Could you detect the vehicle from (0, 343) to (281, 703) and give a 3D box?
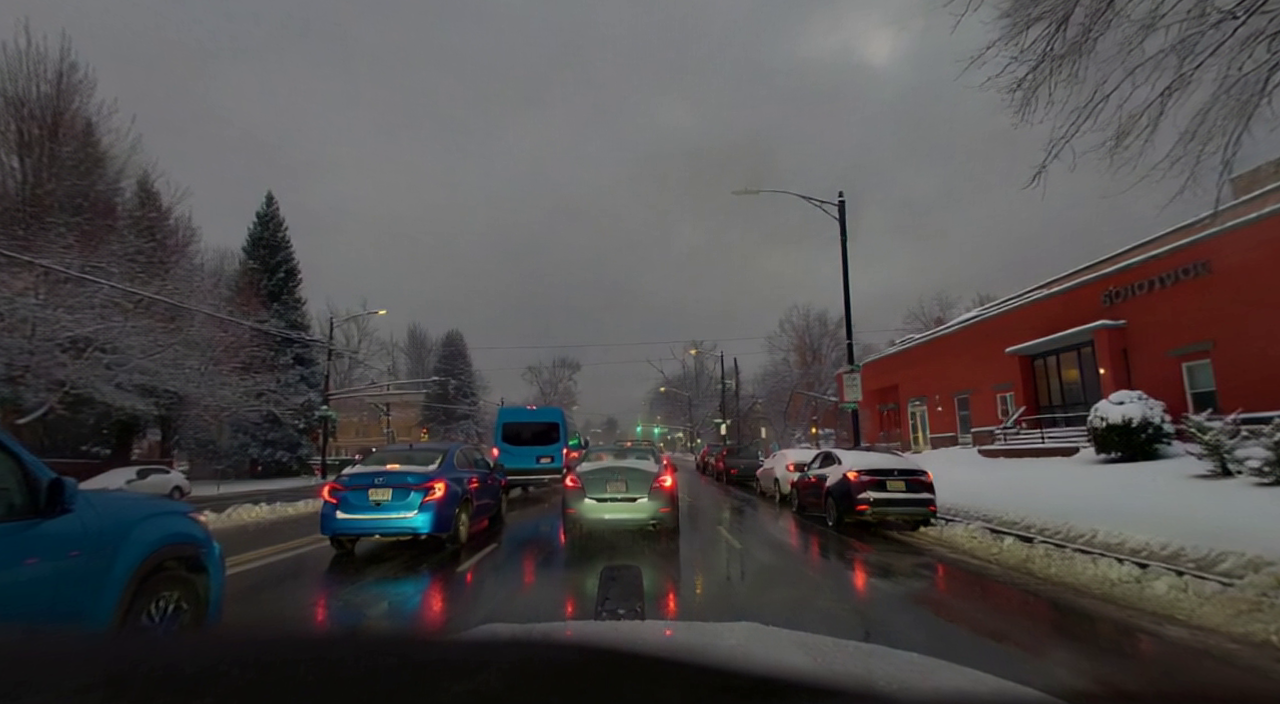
[{"bbox_3d":[-3.724,0.787,2.169,2.140,1.768,4.685,0,-9,1],"label":"vehicle"}]

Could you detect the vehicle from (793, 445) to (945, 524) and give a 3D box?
[{"bbox_3d":[4.904,2.854,14.179,1.832,1.491,4.054,1,-9,-1],"label":"vehicle"}]

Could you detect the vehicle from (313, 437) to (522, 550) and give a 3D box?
[{"bbox_3d":[-3.535,2.323,11.078,1.995,1.554,4.426,0,-9,1],"label":"vehicle"}]

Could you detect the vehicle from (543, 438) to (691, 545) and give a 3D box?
[{"bbox_3d":[-0.360,2.340,11.247,2.152,1.518,4.113,0,-9,-1],"label":"vehicle"}]
